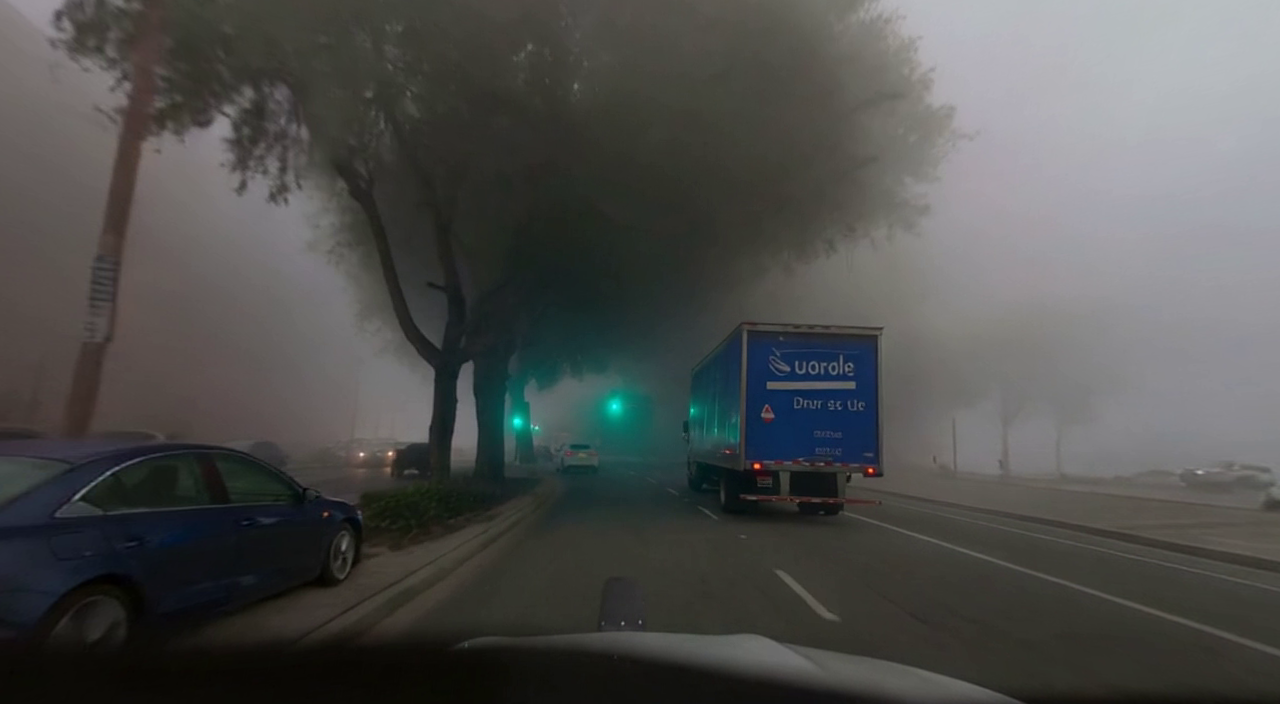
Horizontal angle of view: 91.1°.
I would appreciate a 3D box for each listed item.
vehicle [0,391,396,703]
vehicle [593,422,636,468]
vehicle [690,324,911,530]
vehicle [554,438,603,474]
[{"bbox_3d":[-3.566,1.225,4.550,1.828,1.515,4.422,0,-9,0],"label":"vehicle"},{"bbox_3d":[-2.053,7.090,47.585,2.837,3.142,7.371,2,-9,-5],"label":"vehicle"},{"bbox_3d":[3.168,1.924,15.395,2.905,3.644,8.441,0,-9,-2],"label":"vehicle"},{"bbox_3d":[-3.426,5.662,34.285,2.388,1.811,4.455,1,-9,-8],"label":"vehicle"}]
